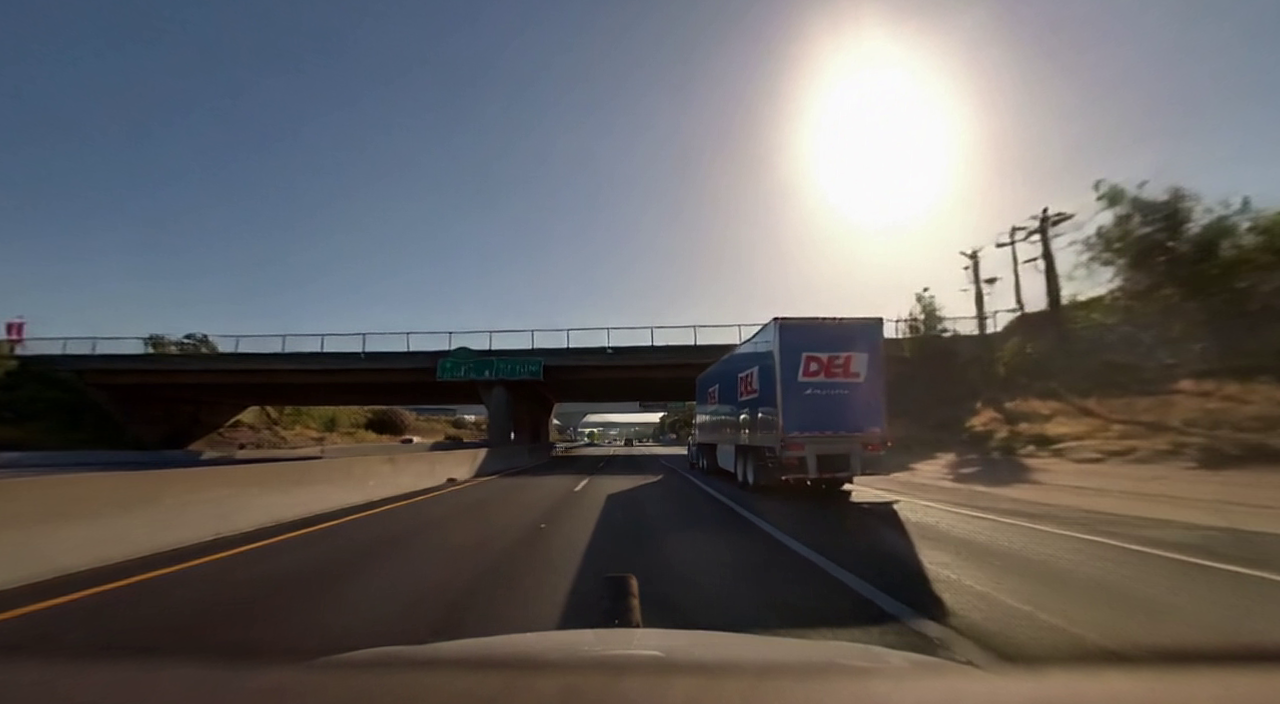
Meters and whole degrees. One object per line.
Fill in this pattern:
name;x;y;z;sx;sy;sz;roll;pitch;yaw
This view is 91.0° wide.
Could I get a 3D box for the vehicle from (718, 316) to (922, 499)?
vehicle;4.329;1.729;17.583;2.880;3.918;8.254;0;-8;-2
